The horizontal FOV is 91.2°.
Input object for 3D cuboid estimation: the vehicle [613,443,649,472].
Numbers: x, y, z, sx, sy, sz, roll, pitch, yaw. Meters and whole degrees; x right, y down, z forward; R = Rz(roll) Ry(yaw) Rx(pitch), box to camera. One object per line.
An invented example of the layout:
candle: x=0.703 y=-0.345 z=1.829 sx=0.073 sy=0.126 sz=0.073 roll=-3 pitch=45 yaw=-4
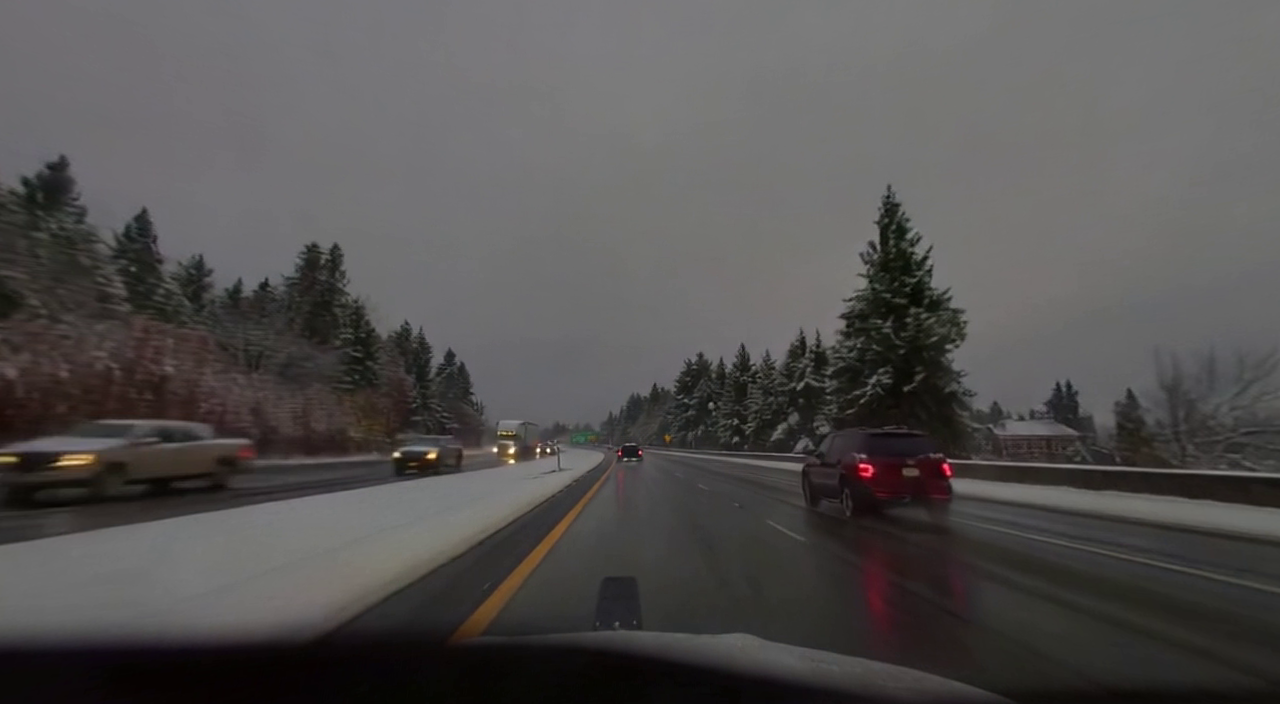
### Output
vehicle: x=-0.591 y=6.681 z=39.928 sx=2.151 sy=1.693 sz=4.201 roll=0 pitch=-9 yaw=-1

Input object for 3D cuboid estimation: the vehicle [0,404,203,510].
vehicle: x=-12.310 y=2.248 z=13.620 sx=2.160 sy=1.890 sz=4.748 roll=-1 pitch=-9 yaw=0

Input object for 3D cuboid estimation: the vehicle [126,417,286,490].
vehicle: x=-12.374 y=2.914 z=18.202 sx=2.022 sy=1.882 sz=3.487 roll=-1 pitch=-9 yaw=1

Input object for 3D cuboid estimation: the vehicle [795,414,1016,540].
vehicle: x=4.259 y=2.073 z=10.951 sx=1.982 sy=1.745 sz=4.151 roll=0 pitch=-9 yaw=0

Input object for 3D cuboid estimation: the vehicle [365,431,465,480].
vehicle: x=-8.332 y=3.871 z=23.670 sx=2.047 sy=1.628 sz=4.536 roll=-1 pitch=-9 yaw=1
